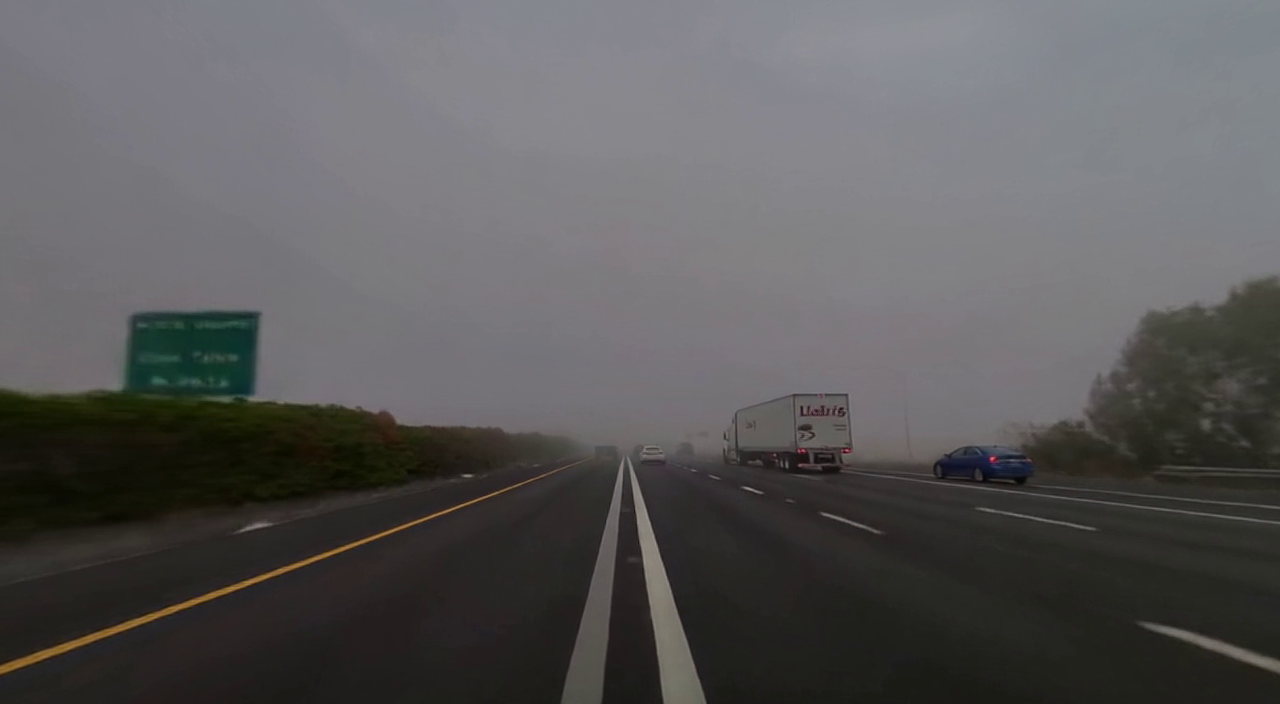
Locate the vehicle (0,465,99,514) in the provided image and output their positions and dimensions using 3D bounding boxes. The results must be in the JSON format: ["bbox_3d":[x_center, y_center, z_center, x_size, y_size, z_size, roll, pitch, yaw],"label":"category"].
[{"bbox_3d":[-21.623,4.717,21.897,1.794,1.459,4.460,0,-9,-1],"label":"vehicle"}]

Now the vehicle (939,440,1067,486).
[{"bbox_3d":[12.825,3.945,22.728,1.862,1.462,4.459,0,-9,-2],"label":"vehicle"}]

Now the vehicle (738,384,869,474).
[{"bbox_3d":[8.855,4.800,37.615,2.892,4.128,16.495,0,-9,-2],"label":"vehicle"}]

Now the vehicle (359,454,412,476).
[{"bbox_3d":[-18.245,8.105,45.526,1.875,1.482,4.640,0,-9,0],"label":"vehicle"}]
